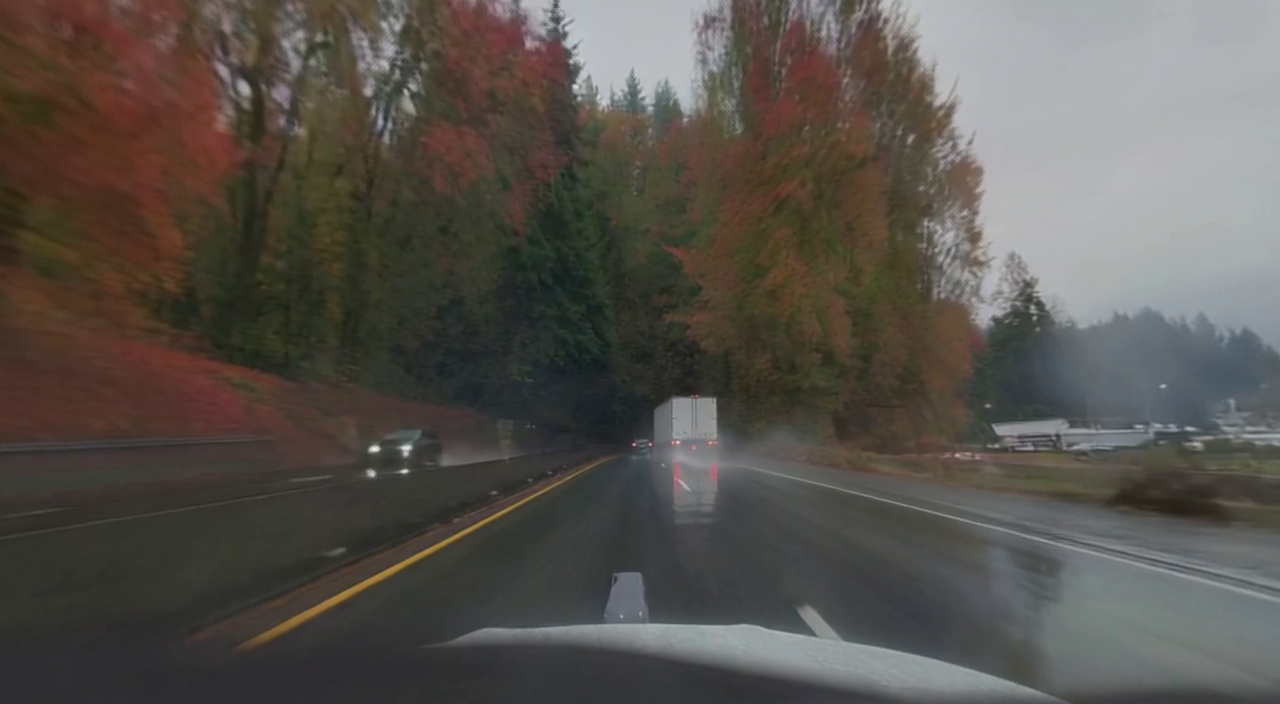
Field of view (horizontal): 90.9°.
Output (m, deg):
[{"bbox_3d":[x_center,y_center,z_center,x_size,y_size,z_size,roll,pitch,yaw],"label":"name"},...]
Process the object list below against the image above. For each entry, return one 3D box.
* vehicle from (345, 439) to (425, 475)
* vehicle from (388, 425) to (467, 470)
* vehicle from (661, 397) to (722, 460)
[{"bbox_3d":[-13.452,5.554,33.638,2.007,1.714,5.291,0,-8,1],"label":"vehicle"},{"bbox_3d":[-13.513,6.135,40.707,2.497,2.625,7.038,0,-8,1],"label":"vehicle"},{"bbox_3d":[3.578,6.022,48.307,3.357,4.101,14.659,0,-8,0],"label":"vehicle"}]
